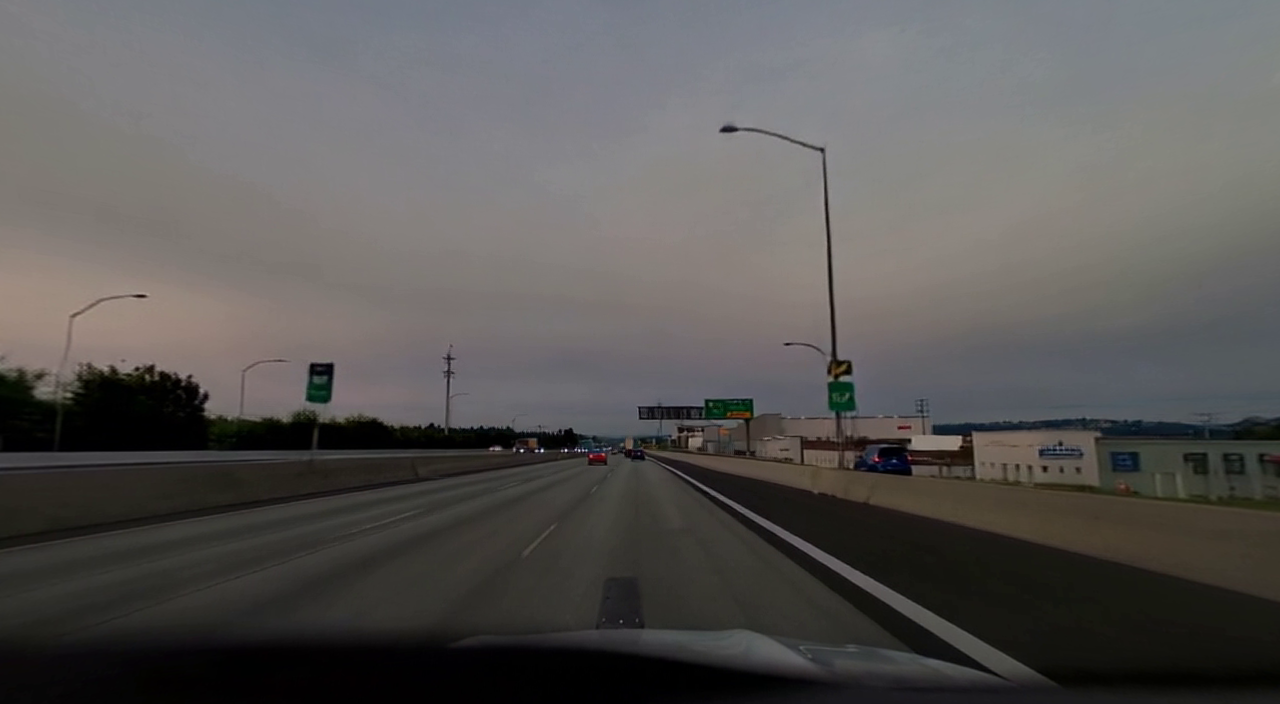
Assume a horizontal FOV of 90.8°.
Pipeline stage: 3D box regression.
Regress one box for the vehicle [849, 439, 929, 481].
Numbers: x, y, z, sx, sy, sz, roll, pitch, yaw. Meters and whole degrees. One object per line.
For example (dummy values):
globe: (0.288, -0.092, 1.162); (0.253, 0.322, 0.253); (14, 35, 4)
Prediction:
vehicle: (14.846, 6.460, 38.075); (2.411, 2.326, 5.300); (0, -9, -3)
